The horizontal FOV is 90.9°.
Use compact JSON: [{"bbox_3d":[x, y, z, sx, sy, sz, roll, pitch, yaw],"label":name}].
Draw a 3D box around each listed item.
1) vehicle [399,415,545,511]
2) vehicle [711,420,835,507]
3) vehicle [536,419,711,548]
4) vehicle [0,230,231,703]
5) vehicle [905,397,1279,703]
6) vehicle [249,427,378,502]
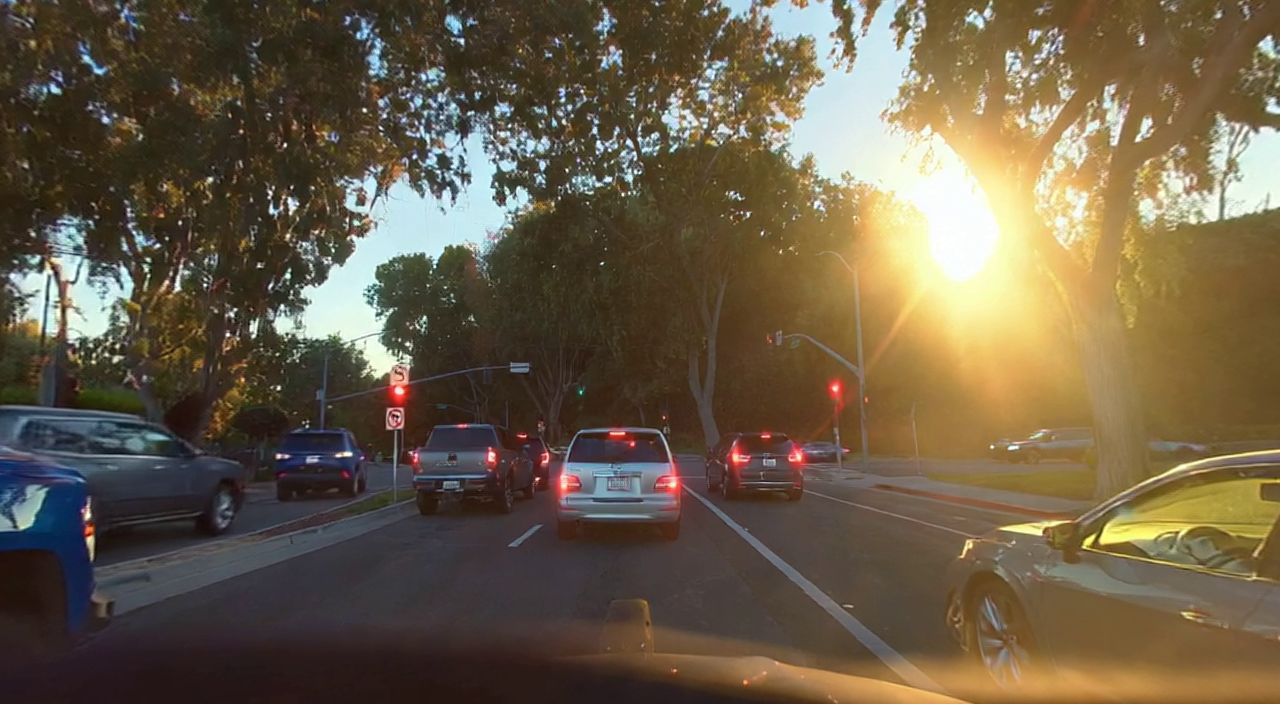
[{"bbox_3d":[-3.636,2.518,14.662,2.089,1.857,4.488,0,-8,1],"label":"vehicle"},{"bbox_3d":[3.131,2.735,15.907,2.102,1.841,4.587,0,-8,0],"label":"vehicle"},{"bbox_3d":[-0.221,1.938,9.873,2.194,1.607,3.690,0,-8,0],"label":"vehicle"},{"bbox_3d":[-3.490,0.346,0.317,2.656,2.021,5.800,0,-8,0],"label":"vehicle"},{"bbox_3d":[3.019,0.959,2.514,1.874,1.477,4.698,0,-8,0],"label":"vehicle"},{"bbox_3d":[-8.964,3.098,17.826,2.256,1.799,4.831,2,-9,-16],"label":"vehicle"}]
